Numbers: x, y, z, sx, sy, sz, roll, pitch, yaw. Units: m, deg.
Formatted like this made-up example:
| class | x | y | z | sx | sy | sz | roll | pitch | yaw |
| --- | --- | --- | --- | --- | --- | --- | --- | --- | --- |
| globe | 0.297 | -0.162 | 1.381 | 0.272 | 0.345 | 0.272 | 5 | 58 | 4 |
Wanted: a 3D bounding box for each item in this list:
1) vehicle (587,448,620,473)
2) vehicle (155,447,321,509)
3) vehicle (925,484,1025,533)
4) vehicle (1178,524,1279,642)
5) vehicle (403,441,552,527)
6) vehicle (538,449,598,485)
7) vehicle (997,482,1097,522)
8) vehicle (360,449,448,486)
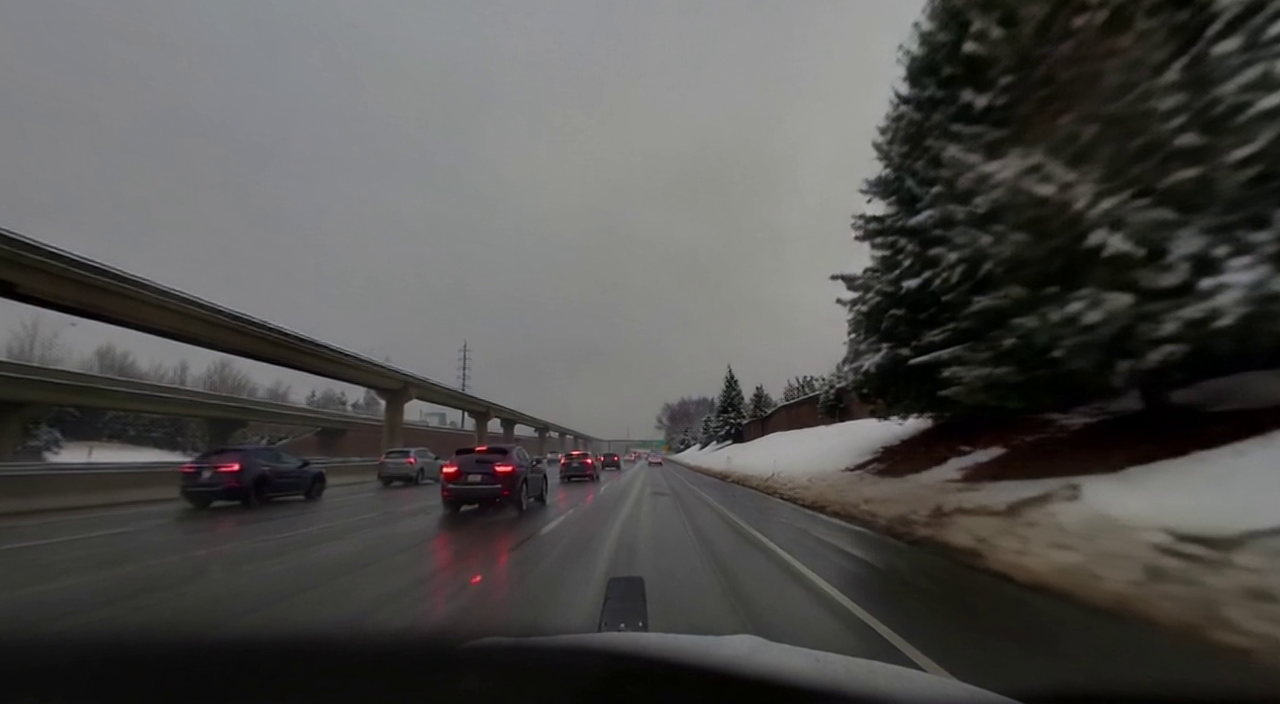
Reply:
| class | x | y | z | sx | sy | sz | roll | pitch | yaw |
| --- | --- | --- | --- | --- | --- | --- | --- | --- | --- |
| vehicle | -2.681 | 8.128 | 47.533 | 2.052 | 1.731 | 4.372 | 0 | -8 | 2 |
| vehicle | -10.901 | 3.405 | 17.511 | 1.981 | 1.484 | 3.827 | 0 | -8 | 1 |
| vehicle | 13.546 | 6.313 | 25.766 | 1.853 | 1.586 | 3.727 | 1 | -8 | -3 |
| vehicle | 10.890 | 3.584 | 9.055 | 1.962 | 1.584 | 4.807 | 0 | -8 | -2 |
| vehicle | -3.181 | 2.662 | 13.369 | 1.939 | 1.511 | 4.246 | 0 | -8 | 1 |
| vehicle | -3.129 | 5.117 | 28.338 | 2.056 | 1.449 | 4.330 | 0 | -8 | 2 |
| vehicle | 21.720 | 7.996 | 33.944 | 1.941 | 1.715 | 4.868 | 0 | -8 | -2 |
| vehicle | -10.742 | 5.279 | 29.136 | 1.978 | 1.498 | 4.940 | 0 | -8 | 2 |
